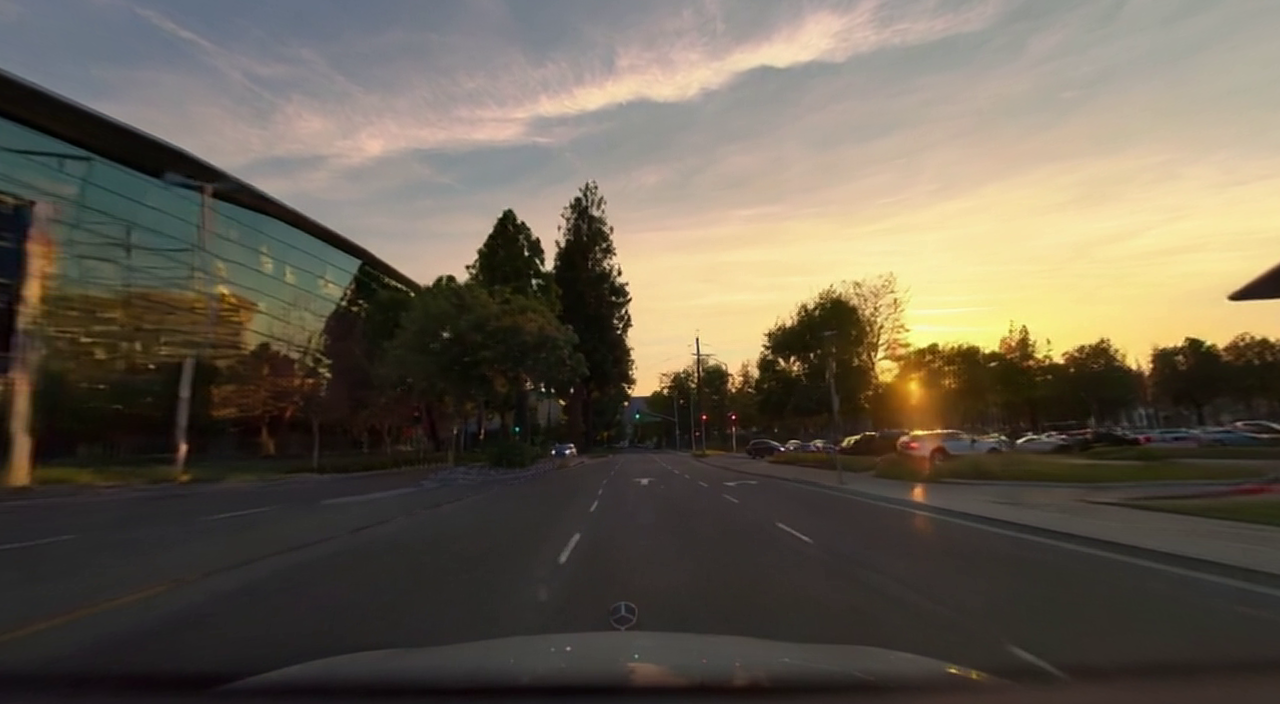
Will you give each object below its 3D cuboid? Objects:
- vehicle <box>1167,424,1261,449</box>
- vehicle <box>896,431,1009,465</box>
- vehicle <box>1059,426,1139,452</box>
[{"bbox_3d":[35.692,5.316,39.505,1.828,1.452,4.242,0,-9,-2],"label":"vehicle"},{"bbox_3d":[13.549,4.185,27.559,3.991,1.437,1.679,0,-9,-1],"label":"vehicle"},{"bbox_3d":[28.042,5.361,38.835,1.805,1.466,4.236,0,-9,1],"label":"vehicle"}]
